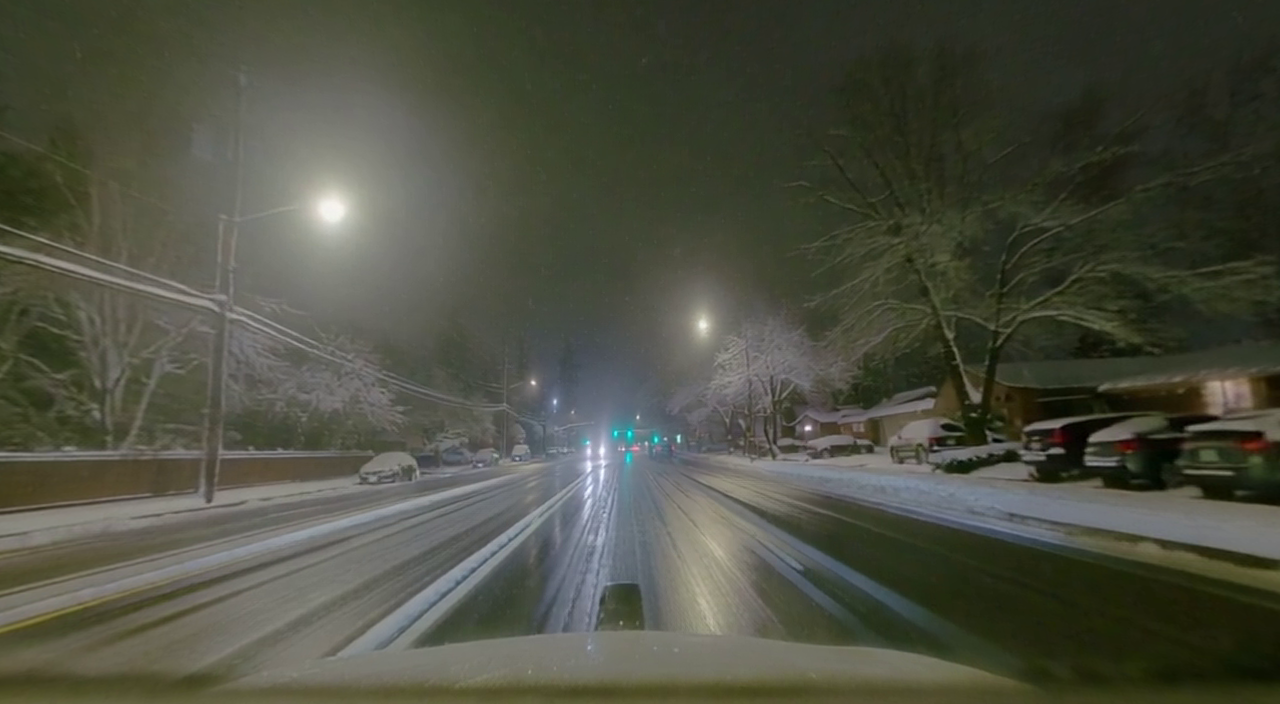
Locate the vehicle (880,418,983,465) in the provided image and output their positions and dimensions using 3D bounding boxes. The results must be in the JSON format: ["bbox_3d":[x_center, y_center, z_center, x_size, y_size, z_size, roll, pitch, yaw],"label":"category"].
[{"bbox_3d":[11.714,3.678,25.822,2.044,1.716,4.637,-1,-8,1],"label":"vehicle"}]

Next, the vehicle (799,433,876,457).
[{"bbox_3d":[12.426,5.882,39.907,4.237,1.476,1.743,0,-8,0],"label":"vehicle"}]

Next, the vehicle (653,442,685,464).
[{"bbox_3d":[2.151,7.640,47.749,1.983,1.557,4.078,0,-8,-3],"label":"vehicle"}]

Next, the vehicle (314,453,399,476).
[{"bbox_3d":[-19.761,7.826,44.181,4.909,1.495,2.211,0,-8,-5],"label":"vehicle"}]

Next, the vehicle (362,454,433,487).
[{"bbox_3d":[-11.937,5.829,31.428,1.851,1.459,4.295,0,-8,-1],"label":"vehicle"}]

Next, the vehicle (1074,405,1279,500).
[{"bbox_3d":[10.854,1.881,12.042,1.847,1.455,4.650,0,-8,0],"label":"vehicle"}]
